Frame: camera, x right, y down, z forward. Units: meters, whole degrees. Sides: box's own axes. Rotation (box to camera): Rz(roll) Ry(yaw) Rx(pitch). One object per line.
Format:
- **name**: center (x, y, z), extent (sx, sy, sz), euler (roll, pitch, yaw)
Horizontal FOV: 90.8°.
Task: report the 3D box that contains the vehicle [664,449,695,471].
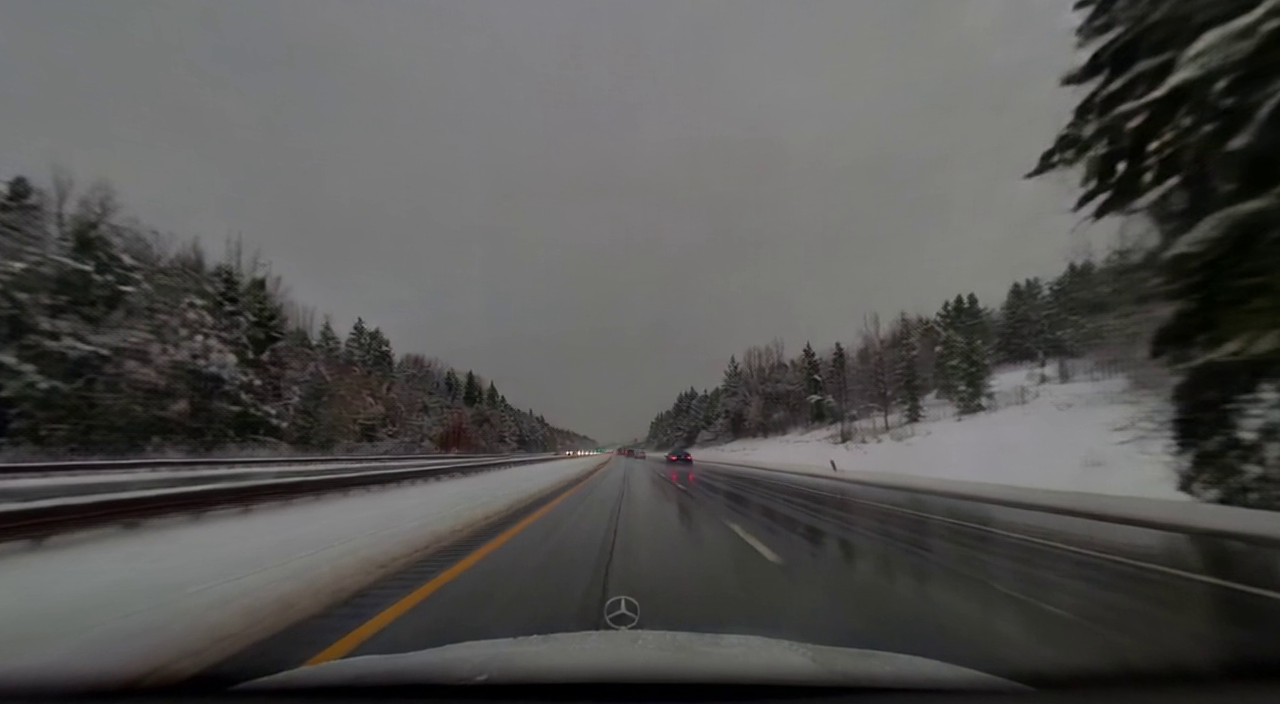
- **vehicle**: center (2.831, 7.868, 45.974), extent (1.870, 1.486, 3.858), euler (0, -9, -2)
